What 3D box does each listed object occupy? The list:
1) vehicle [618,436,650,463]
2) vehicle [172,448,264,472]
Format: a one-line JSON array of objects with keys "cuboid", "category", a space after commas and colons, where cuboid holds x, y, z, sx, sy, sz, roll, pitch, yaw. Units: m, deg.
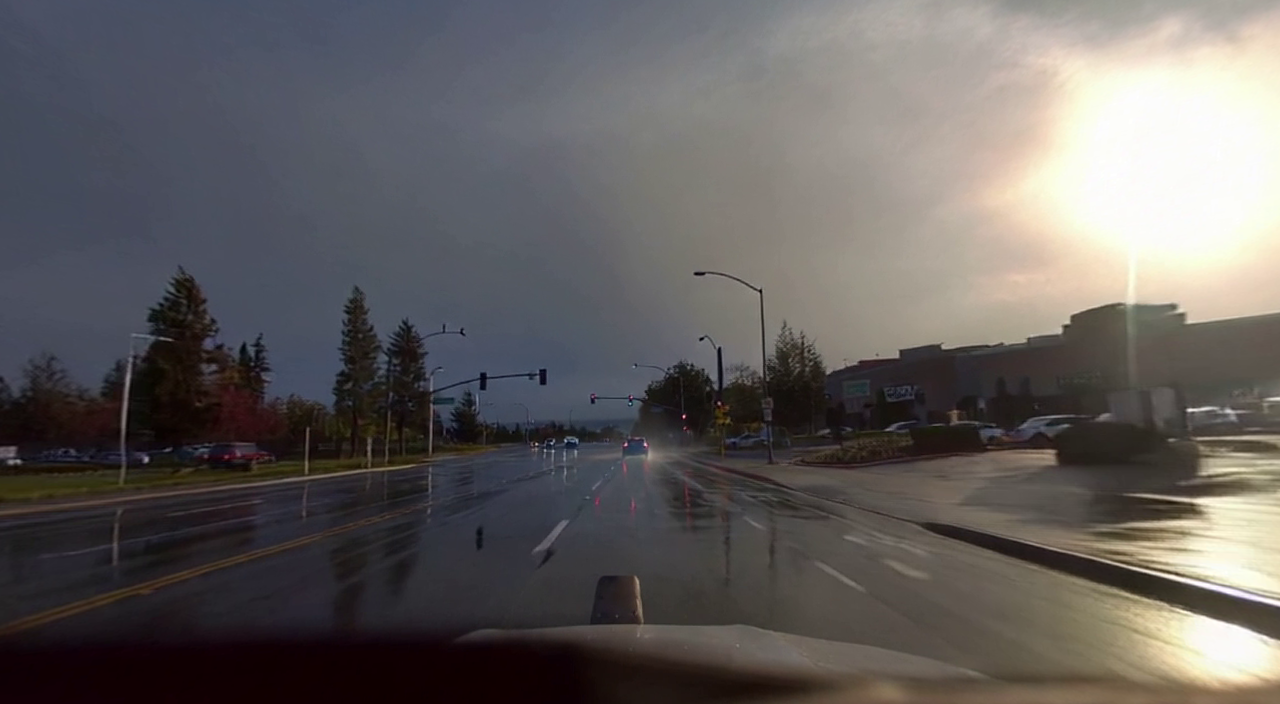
[{"cuboid": [-0.399, 6.450, 41.913, 2.024, 1.628, 4.774, 0, -8, -1], "category": "vehicle"}, {"cuboid": [-30.553, 7.814, 45.836, 5.136, 1.723, 1.953, 0, -8, -2], "category": "vehicle"}]
